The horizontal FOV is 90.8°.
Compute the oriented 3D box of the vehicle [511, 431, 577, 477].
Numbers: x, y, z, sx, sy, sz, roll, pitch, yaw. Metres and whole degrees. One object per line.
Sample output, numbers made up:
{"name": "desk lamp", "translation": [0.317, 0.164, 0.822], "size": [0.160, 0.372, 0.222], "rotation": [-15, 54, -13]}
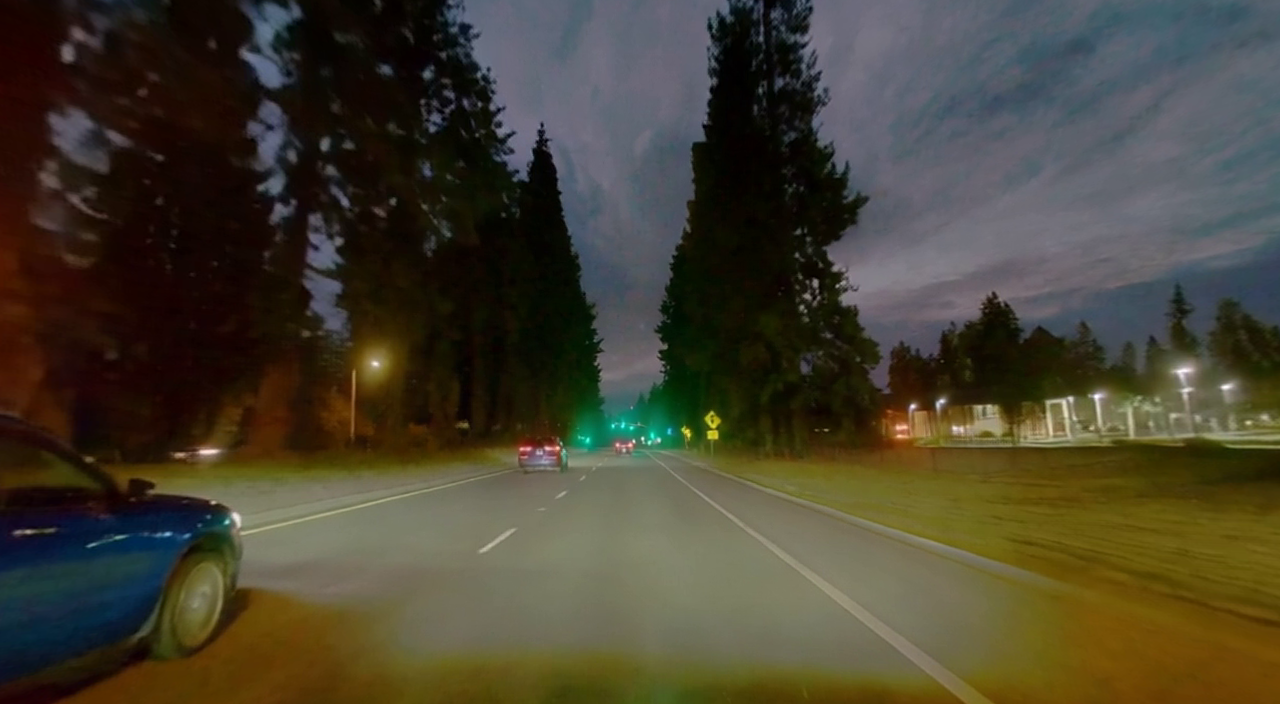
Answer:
{"name": "vehicle", "translation": [-3.859, 4.169, 26.162], "size": [2.078, 1.748, 4.279], "rotation": [0, -8, 0]}

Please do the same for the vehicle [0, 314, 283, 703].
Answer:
{"name": "vehicle", "translation": [-3.424, 0.680, 1.953], "size": [2.152, 1.731, 4.335], "rotation": [0, -8, -1]}
